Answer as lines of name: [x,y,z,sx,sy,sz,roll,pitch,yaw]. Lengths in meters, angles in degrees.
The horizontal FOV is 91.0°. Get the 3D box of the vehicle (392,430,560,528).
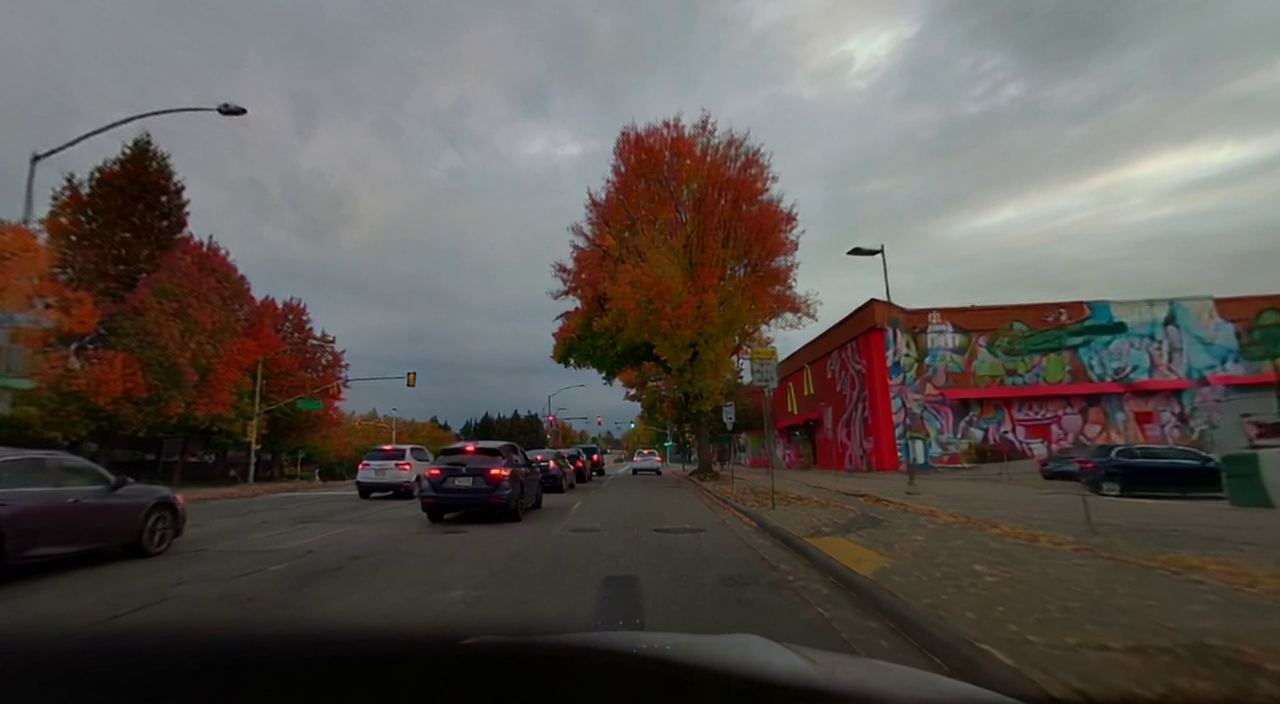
vehicle: [-3.121,2.545,13.191,2.165,1.663,4.513,0,-9,2]

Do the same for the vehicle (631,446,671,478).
vehicle: [0.620,6.207,35.798,2.144,1.704,4.028,0,-9,1]

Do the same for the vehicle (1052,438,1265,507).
vehicle: [14.422,3.350,17.954,1.963,1.703,4.447,1,-9,-6]

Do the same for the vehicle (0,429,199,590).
vehicle: [-7.363,1.655,6.866,1.932,1.596,4.247,0,-9,1]
